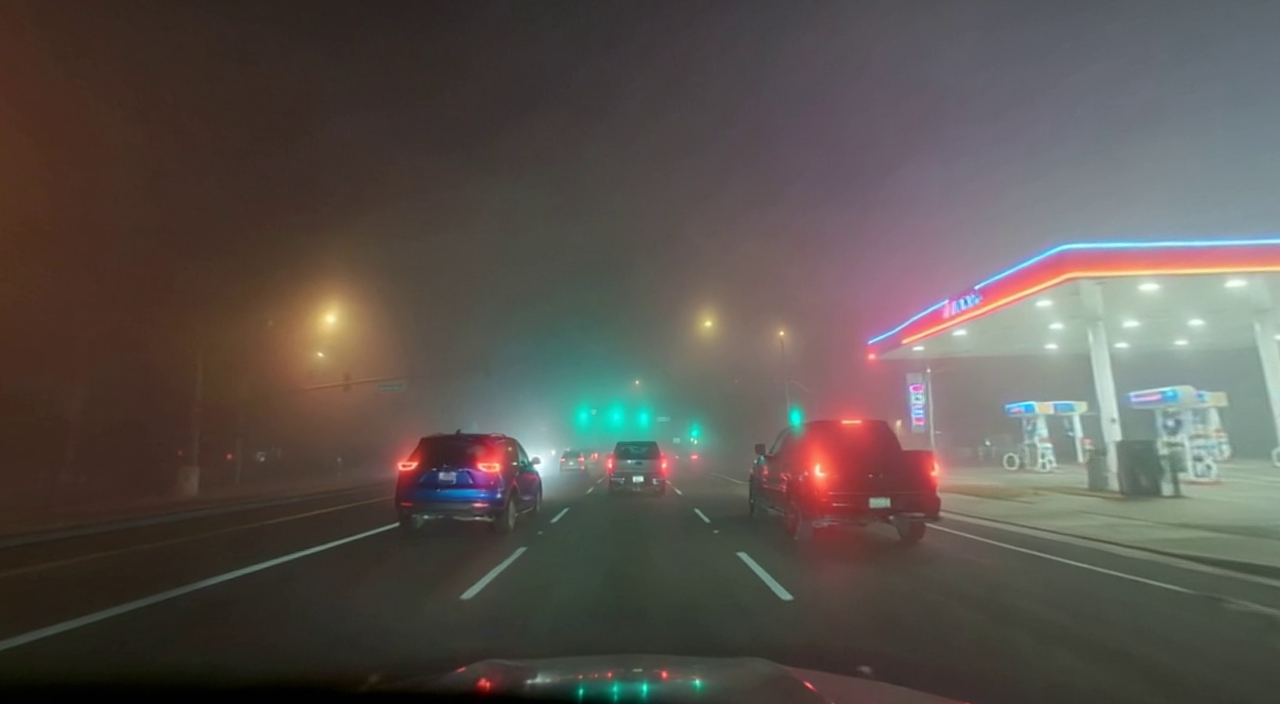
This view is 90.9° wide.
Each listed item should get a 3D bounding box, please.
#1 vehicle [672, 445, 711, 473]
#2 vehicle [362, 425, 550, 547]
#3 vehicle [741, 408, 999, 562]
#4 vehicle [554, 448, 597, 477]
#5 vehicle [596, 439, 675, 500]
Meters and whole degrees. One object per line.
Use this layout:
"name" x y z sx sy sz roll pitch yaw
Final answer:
"vehicle" 3.366 7.060 41.920 2.122 1.745 4.337 0 -8 -1
"vehicle" -2.951 2.248 11.259 2.019 1.731 4.299 0 -8 1
"vehicle" 3.239 2.016 10.415 2.161 1.868 5.321 0 -8 -1
"vehicle" -3.517 6.087 35.070 1.954 1.497 4.078 0 -8 0
"vehicle" -0.150 3.534 19.383 2.181 1.650 4.083 0 -8 -1
